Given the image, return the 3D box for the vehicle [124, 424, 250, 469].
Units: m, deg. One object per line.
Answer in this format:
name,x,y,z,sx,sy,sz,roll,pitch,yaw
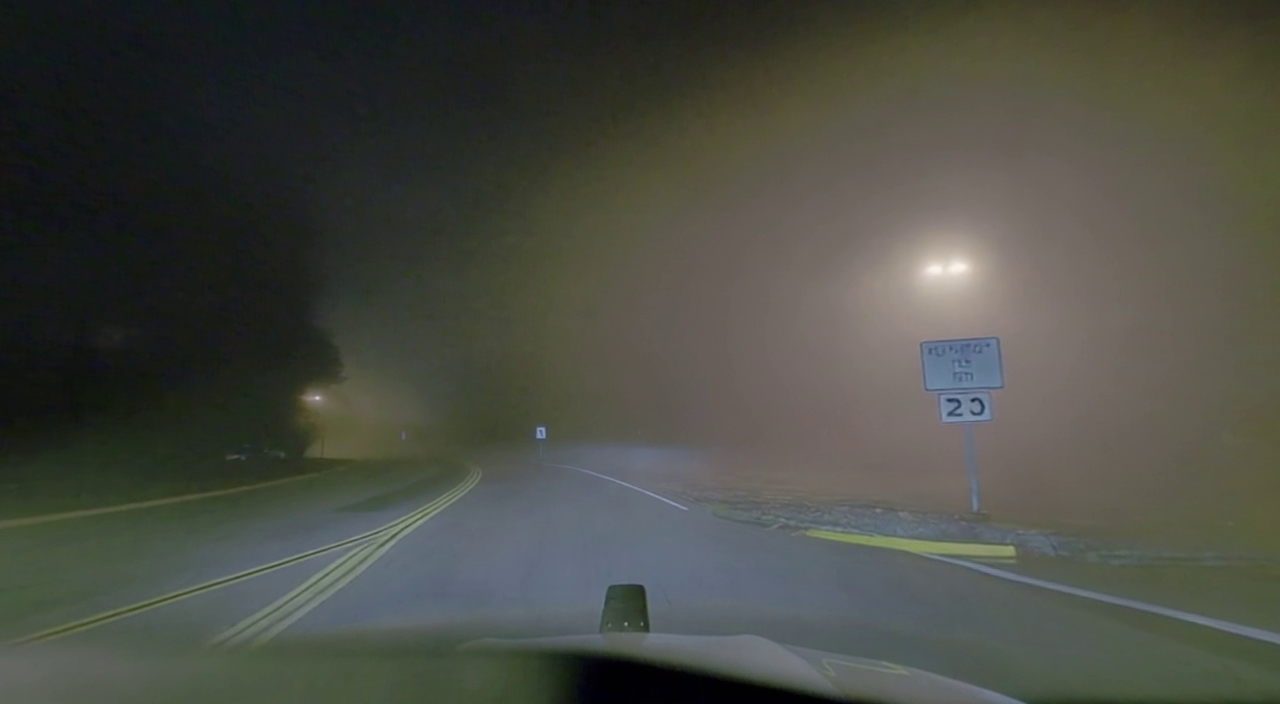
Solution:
vehicle,-21.087,4.406,29.426,4.699,1.996,2.116,-2,-9,15
